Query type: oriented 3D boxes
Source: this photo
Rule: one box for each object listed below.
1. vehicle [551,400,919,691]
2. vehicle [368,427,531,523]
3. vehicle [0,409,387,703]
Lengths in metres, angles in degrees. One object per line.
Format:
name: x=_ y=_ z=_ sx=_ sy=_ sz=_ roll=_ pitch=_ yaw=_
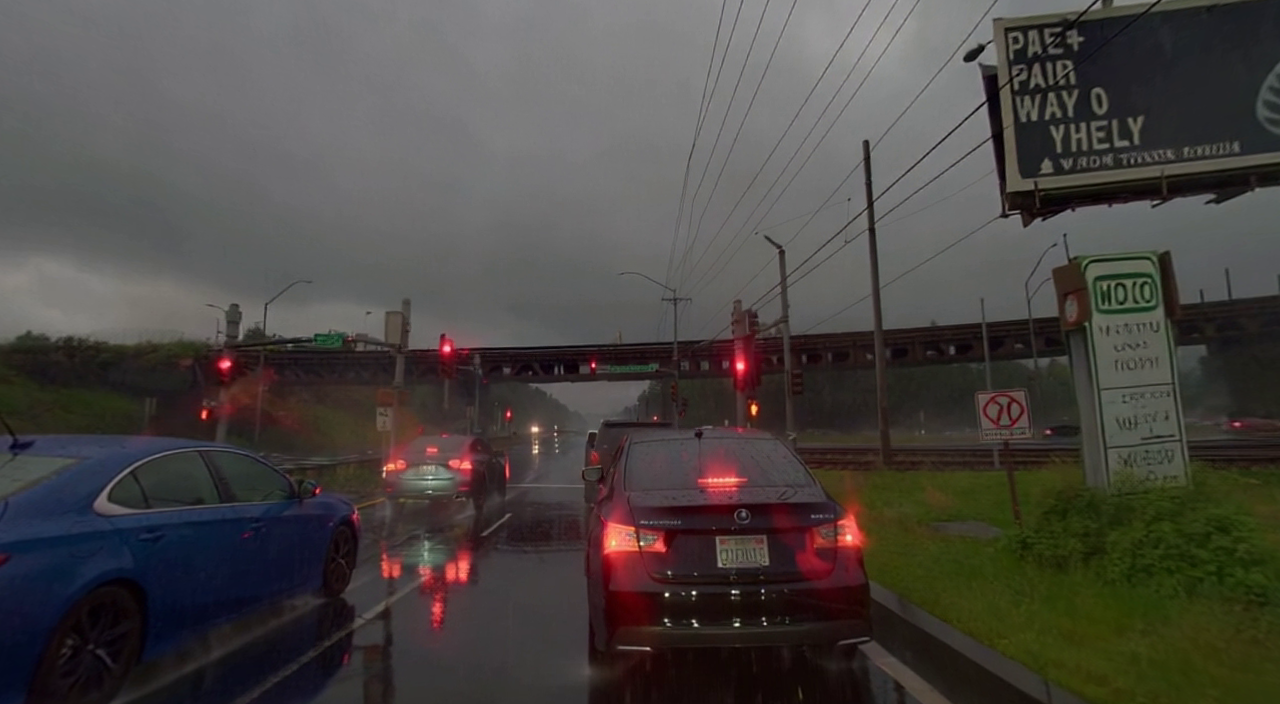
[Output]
vehicle: x=0.403 y=1.329 z=5.451 sx=1.998 sy=1.529 sz=3.960 roll=1 pitch=-9 yaw=-4
vehicle: x=-3.364 y=2.256 z=12.072 sx=1.984 sy=1.505 sz=4.047 roll=0 pitch=-9 yaw=-2
vehicle: x=-3.717 y=1.256 z=4.504 sx=1.956 sy=1.468 sz=4.585 roll=0 pitch=-9 yaw=-1
